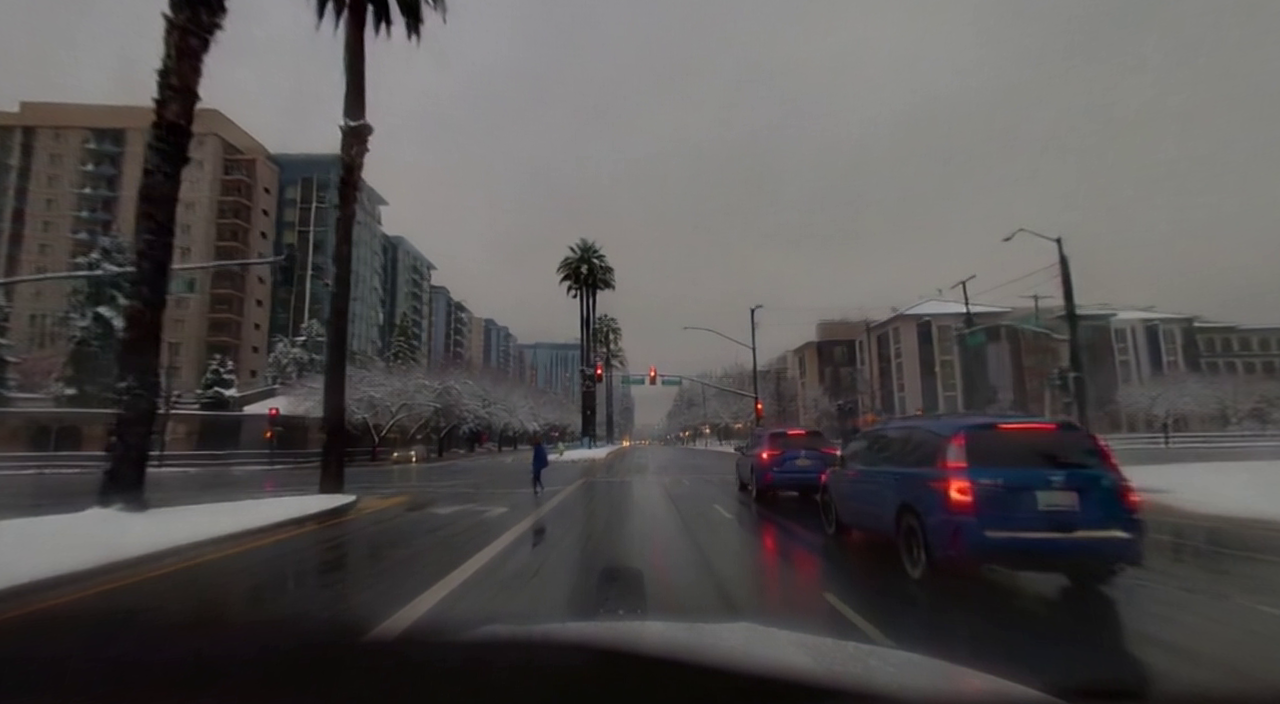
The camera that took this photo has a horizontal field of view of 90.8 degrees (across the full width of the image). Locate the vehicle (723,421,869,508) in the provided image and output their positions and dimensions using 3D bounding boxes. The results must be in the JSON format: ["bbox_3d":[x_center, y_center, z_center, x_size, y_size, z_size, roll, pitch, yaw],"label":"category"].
[{"bbox_3d":[3.242,2.450,14.117,2.060,1.631,4.169,0,-9,-2],"label":"vehicle"}]

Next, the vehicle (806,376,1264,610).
[{"bbox_3d":[3.628,1.414,7.230,2.060,1.756,4.770,0,-9,-1],"label":"vehicle"}]
